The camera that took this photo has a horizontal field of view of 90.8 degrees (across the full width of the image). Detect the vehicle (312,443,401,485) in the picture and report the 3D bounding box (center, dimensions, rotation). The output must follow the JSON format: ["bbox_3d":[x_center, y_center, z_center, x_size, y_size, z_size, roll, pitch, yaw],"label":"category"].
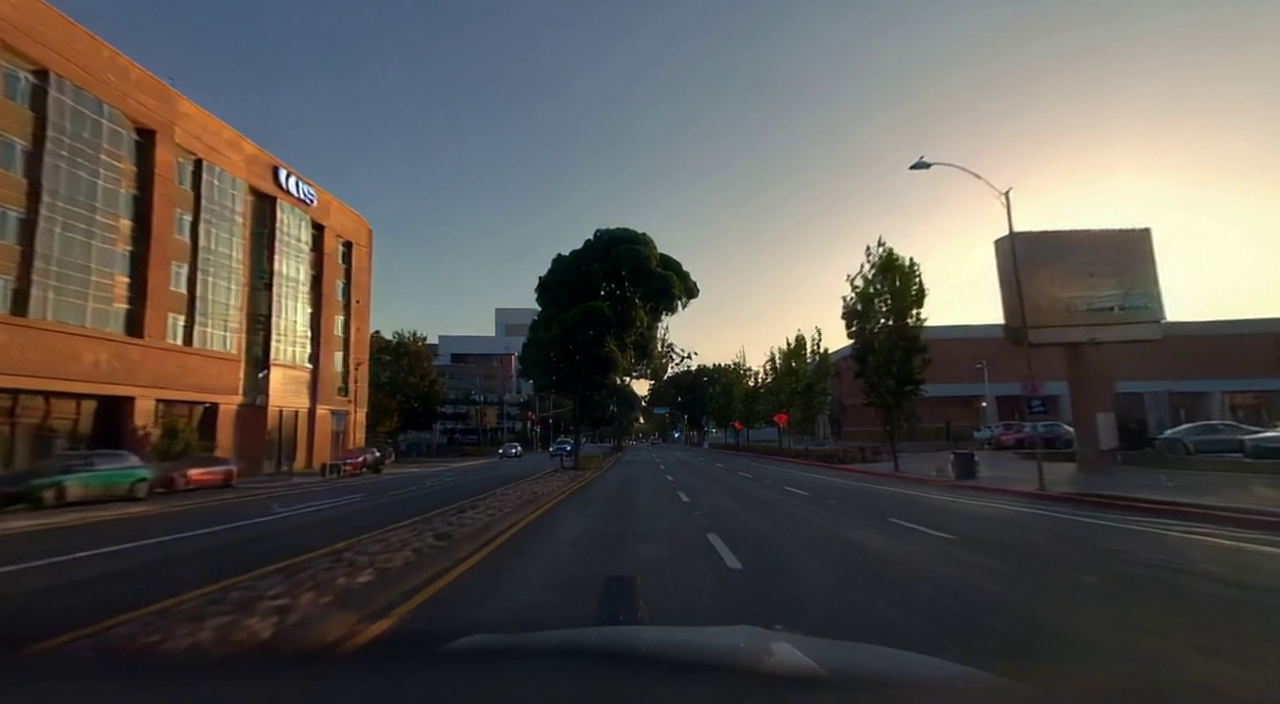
[{"bbox_3d":[-12.850,5.061,28.925,1.971,1.719,4.285,0,-8,1],"label":"vehicle"}]

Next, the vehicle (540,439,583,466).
[{"bbox_3d":[-5.180,6.705,42.168,2.177,1.684,4.418,-1,-8,2],"label":"vehicle"}]

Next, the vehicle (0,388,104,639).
[{"bbox_3d":[-5.592,0.920,2.945,2.129,1.748,4.555,0,-8,0],"label":"vehicle"}]
